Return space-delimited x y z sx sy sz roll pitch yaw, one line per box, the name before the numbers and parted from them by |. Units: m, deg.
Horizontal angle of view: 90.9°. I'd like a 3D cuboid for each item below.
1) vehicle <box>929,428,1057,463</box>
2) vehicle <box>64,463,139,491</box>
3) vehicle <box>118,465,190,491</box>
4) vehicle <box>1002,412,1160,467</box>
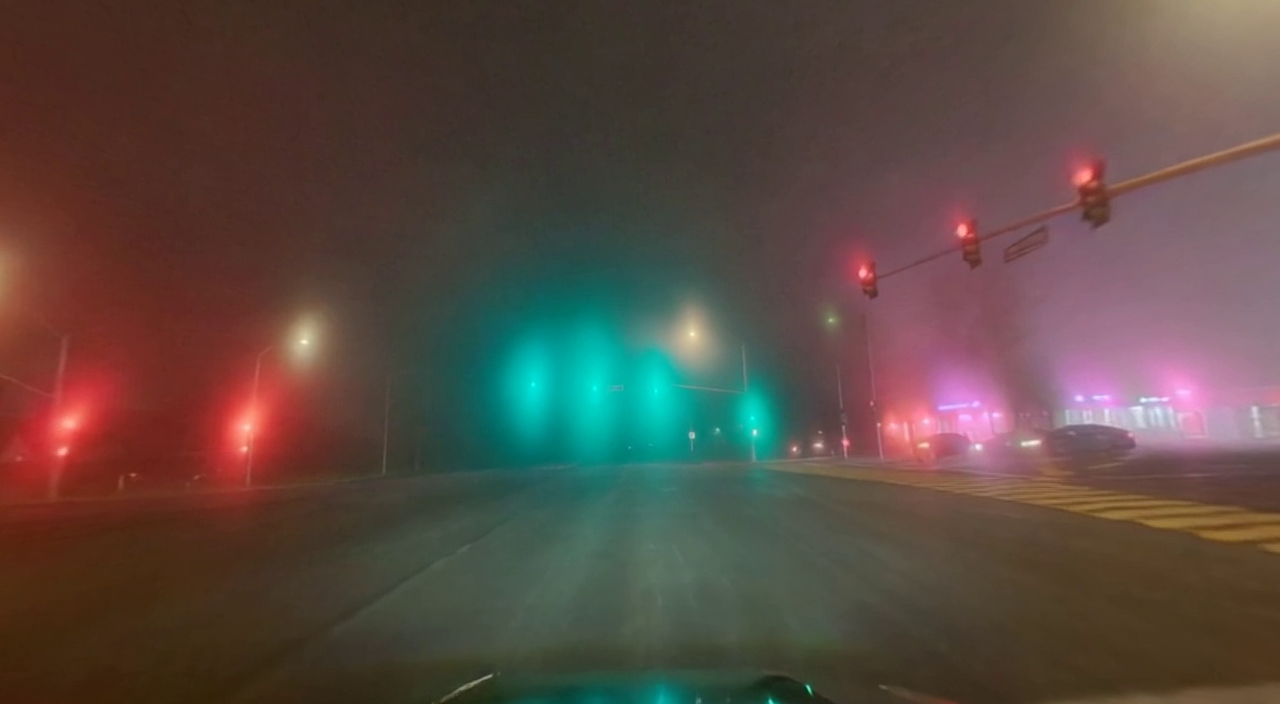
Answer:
vehicle | 15.749 4.187 28.287 4.582 1.436 2.073 0 -9 -7
vehicle | -40.826 9.437 47.882 1.887 1.769 4.326 -1 -7 0
vehicle | -37.782 9.784 49.115 1.959 1.633 4.579 -4 -9 1
vehicle | 17.611 3.515 25.327 4.721 1.637 2.256 -5 -8 -8
